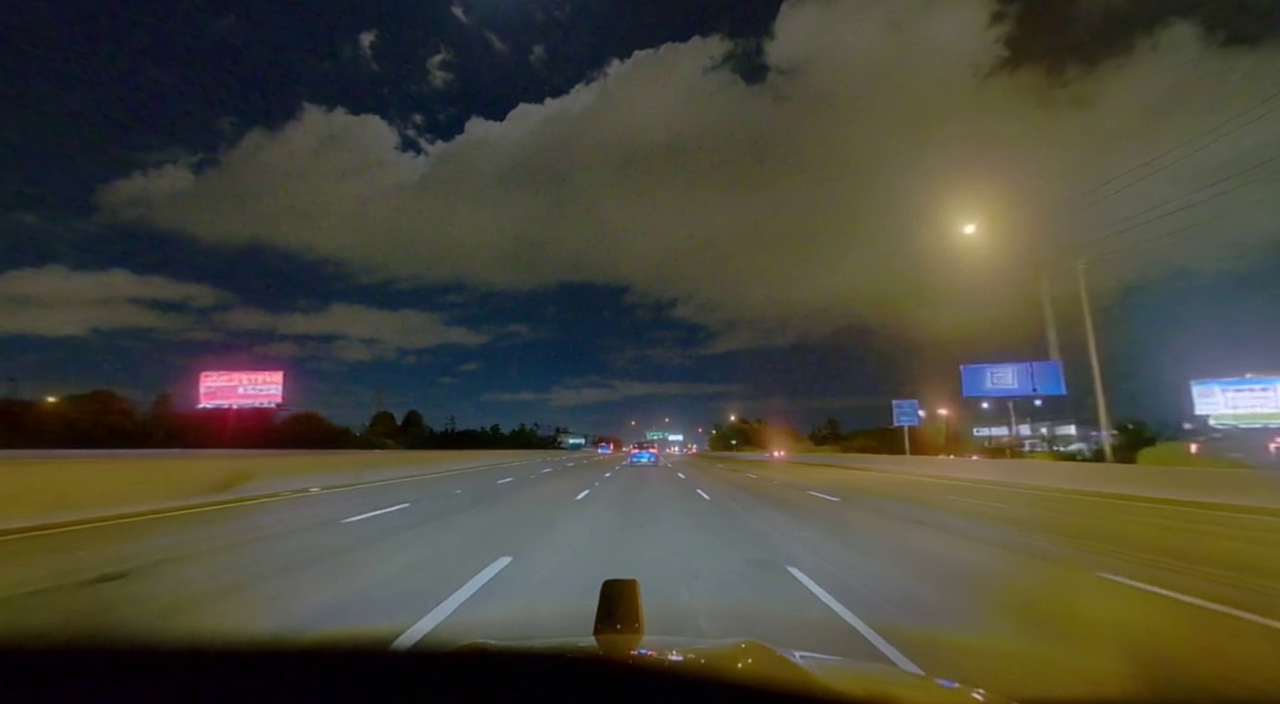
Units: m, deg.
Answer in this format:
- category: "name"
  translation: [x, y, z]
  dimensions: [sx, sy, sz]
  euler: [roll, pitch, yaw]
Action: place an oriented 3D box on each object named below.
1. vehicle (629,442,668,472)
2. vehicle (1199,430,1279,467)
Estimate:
- category: "vehicle"
  translation: [0.490, 5.910, 35.854]
  dimensions: [2.074, 1.574, 3.971]
  euler: [0, -8, 1]
- category: "vehicle"
  translation: [26.787, 4.038, 26.522]
  dimensions: [2.072, 1.495, 4.732]
  euler: [1, -9, -5]
